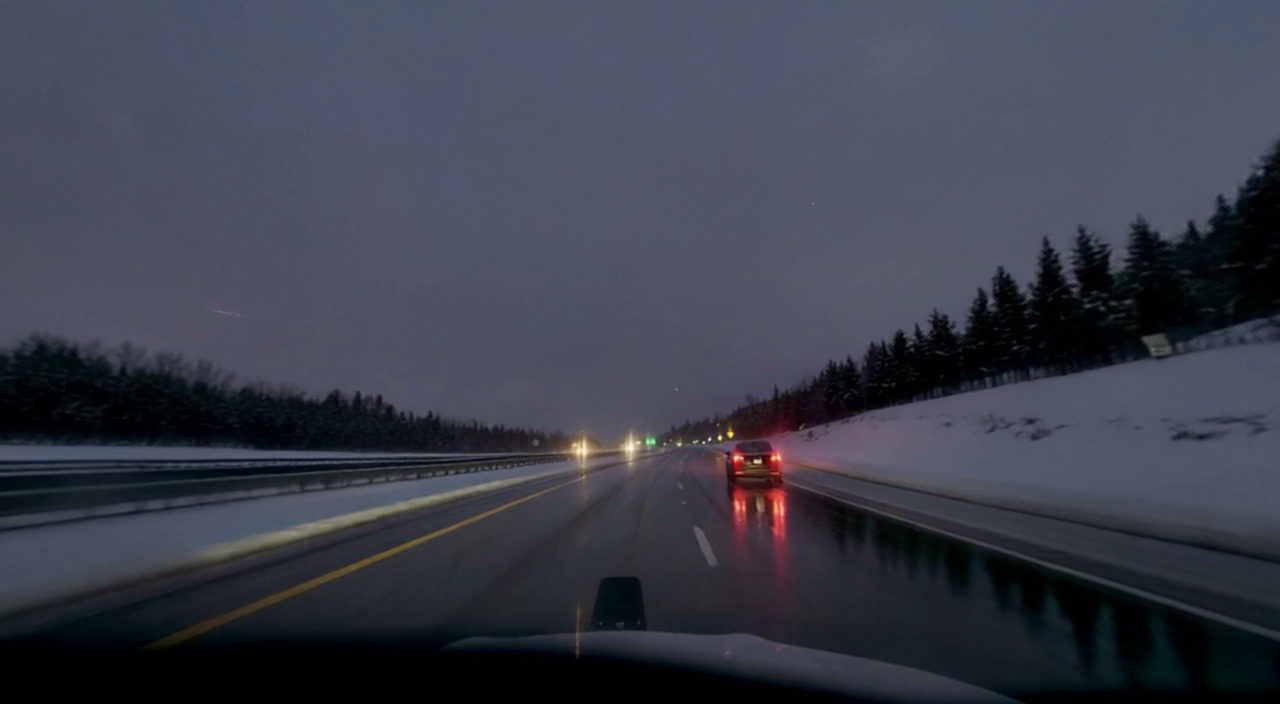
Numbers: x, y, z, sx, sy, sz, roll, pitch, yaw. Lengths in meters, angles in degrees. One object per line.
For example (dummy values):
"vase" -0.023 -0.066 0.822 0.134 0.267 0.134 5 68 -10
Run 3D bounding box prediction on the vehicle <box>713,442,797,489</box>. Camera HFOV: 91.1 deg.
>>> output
"vehicle" 3.766 3.775 21.315 2.124 1.405 4.398 0 -8 2
